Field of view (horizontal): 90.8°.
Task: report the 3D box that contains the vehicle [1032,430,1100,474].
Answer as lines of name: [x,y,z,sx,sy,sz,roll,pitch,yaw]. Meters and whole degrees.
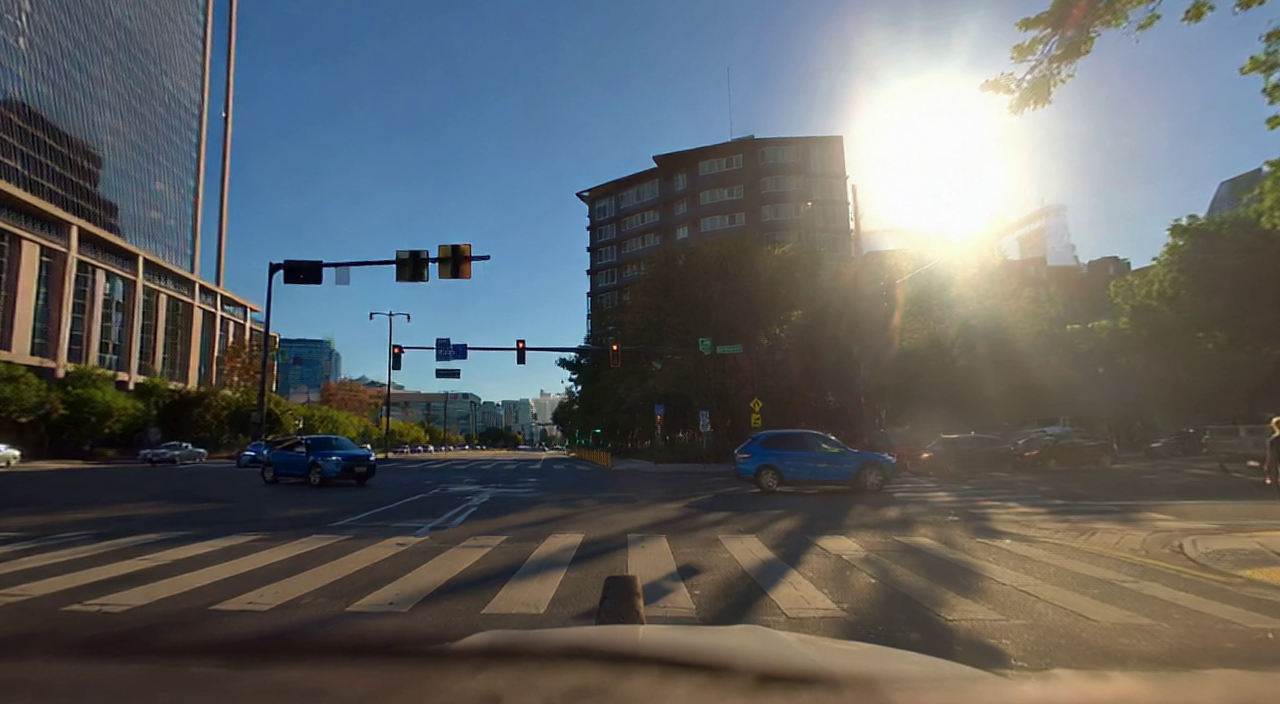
vehicle: [19.094,4.445,28.232,2.180,1.762,4.742,-6,-10,36]

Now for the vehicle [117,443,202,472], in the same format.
vehicle: [-31.024,6.806,40.978,1.961,1.708,4.678,0,-8,-3]

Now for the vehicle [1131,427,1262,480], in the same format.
vehicle: [20.348,3.674,23.075,4.780,1.719,2.156,5,-10,-32]

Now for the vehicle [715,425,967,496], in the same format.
vehicle: [5.264,2.975,17.542,6.196,1.777,2.457,-1,-8,5]

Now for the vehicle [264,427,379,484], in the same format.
vehicle: [-11.393,3.639,22.481,4.509,1.821,2.066,-8,-11,42]

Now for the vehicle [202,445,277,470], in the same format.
vehicle: [-23.960,6.305,38.014,2.099,1.407,3.941,0,-8,-4]
